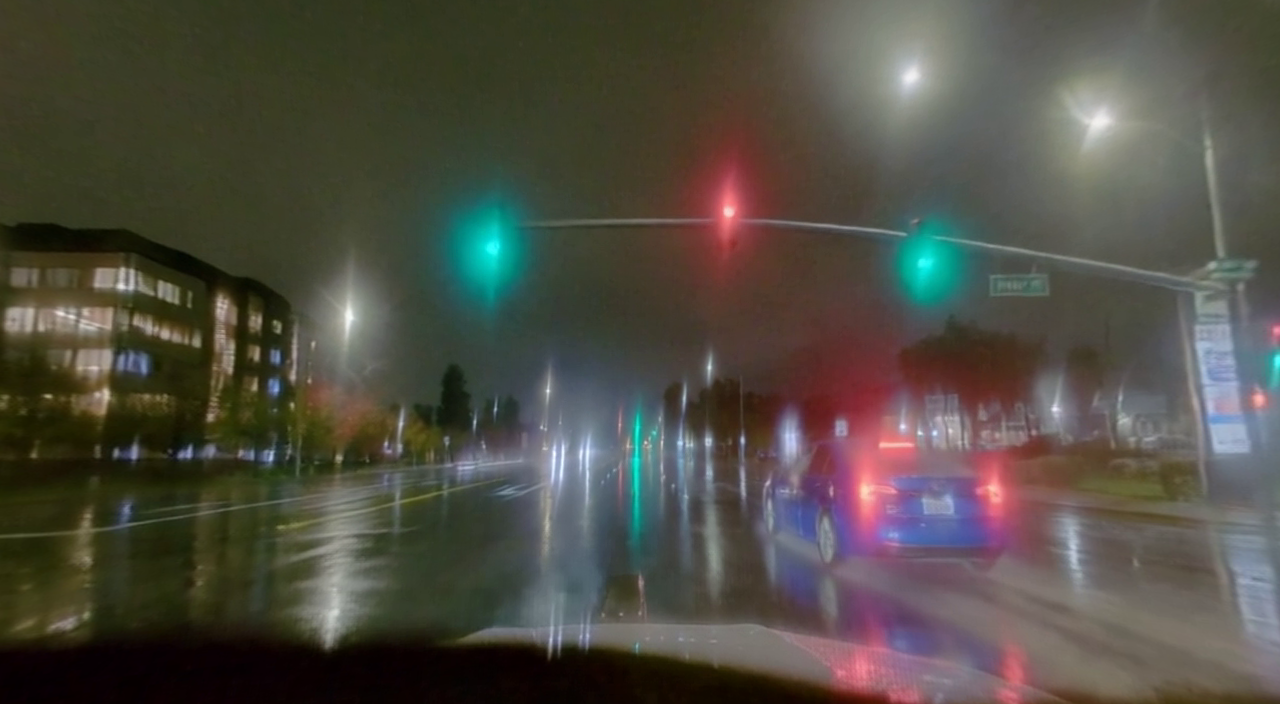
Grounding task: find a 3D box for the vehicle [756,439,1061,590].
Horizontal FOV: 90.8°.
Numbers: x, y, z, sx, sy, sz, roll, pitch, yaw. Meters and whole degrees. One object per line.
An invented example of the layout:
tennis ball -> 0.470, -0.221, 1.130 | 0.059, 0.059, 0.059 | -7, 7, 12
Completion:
vehicle -> 3.084, 1.948, 8.592 | 2.015, 1.455, 4.615 | 0, -9, -1
